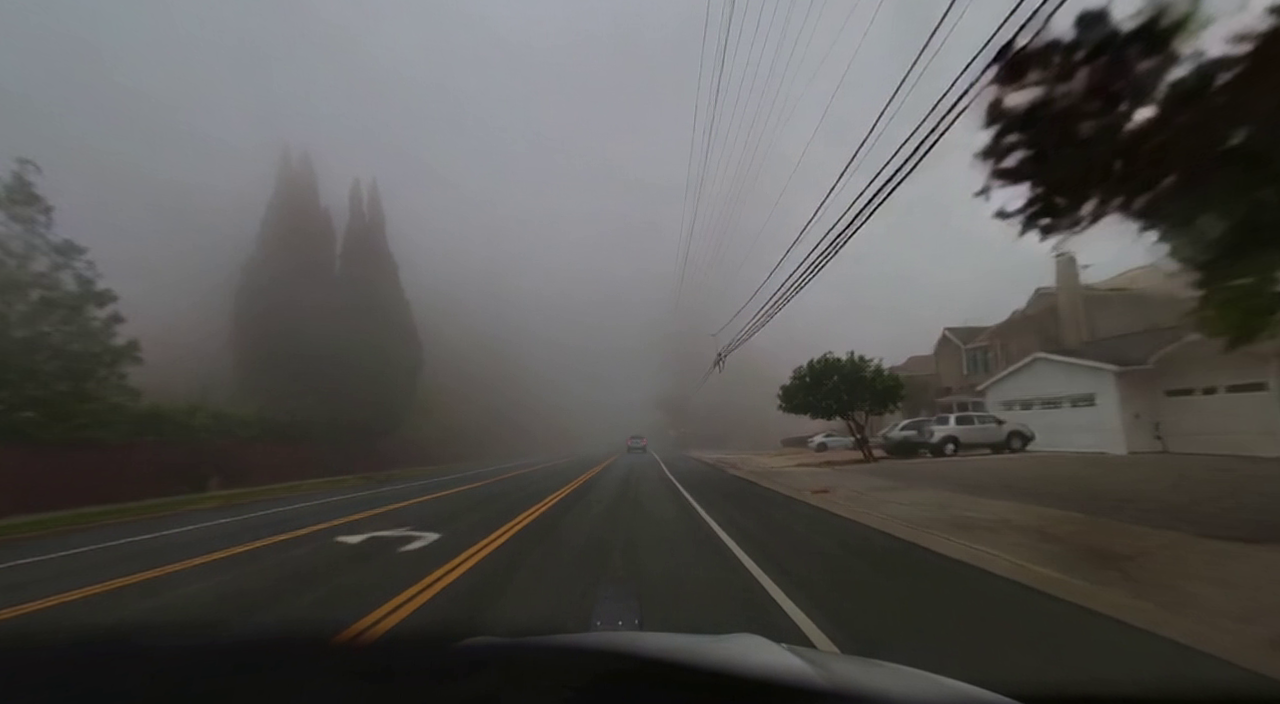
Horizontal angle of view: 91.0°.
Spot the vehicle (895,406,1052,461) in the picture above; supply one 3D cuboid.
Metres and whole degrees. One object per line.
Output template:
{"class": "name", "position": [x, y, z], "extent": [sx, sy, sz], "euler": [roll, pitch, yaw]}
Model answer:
{"class": "vehicle", "position": [12.971, 3.218, 24.749], "extent": [4.905, 2.056, 2.058], "euler": [0, -8, 0]}

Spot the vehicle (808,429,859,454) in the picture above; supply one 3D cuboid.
{"class": "vehicle", "position": [12.176, 5.685, 39.964], "extent": [1.846, 1.523, 4.492], "euler": [0, -8, 1]}
